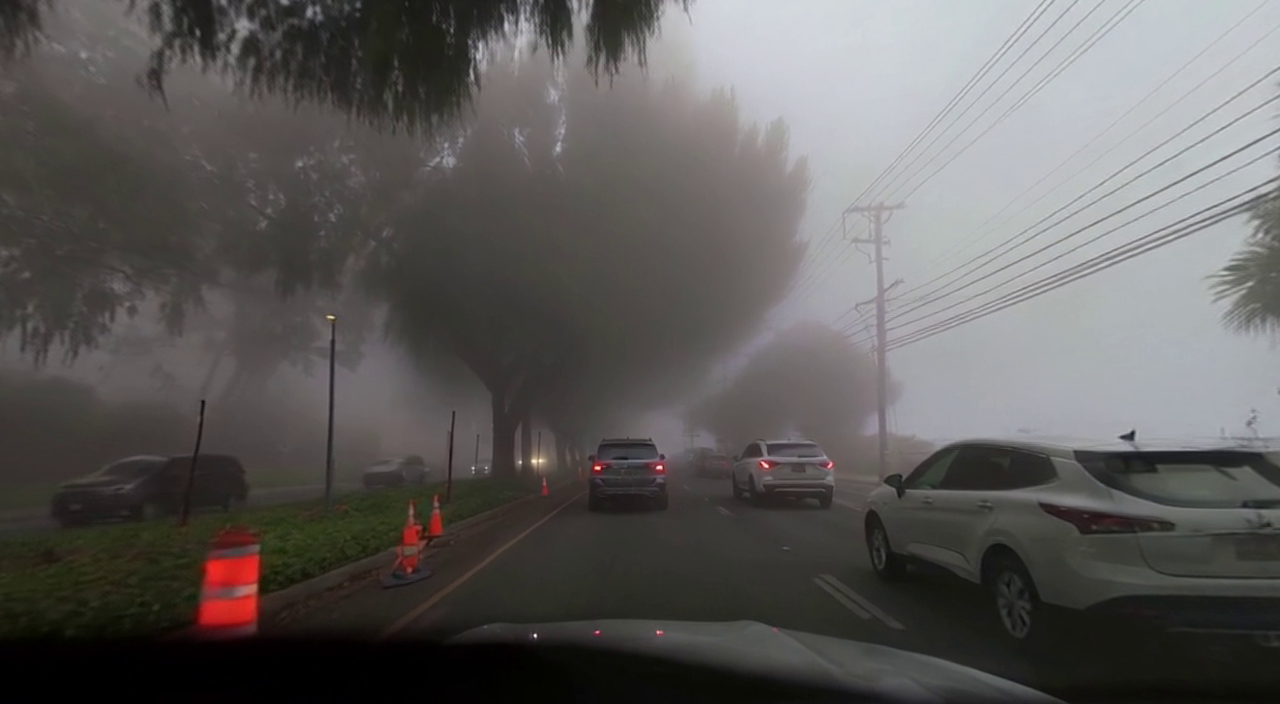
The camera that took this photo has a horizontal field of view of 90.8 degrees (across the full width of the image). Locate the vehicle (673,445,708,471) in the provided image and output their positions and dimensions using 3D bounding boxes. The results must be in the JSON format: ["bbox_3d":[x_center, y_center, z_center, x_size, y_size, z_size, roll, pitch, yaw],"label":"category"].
[{"bbox_3d":[3.817,8.076,48.370,2.175,1.788,4.271,0,-8,-2],"label":"vehicle"}]

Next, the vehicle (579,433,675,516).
[{"bbox_3d":[-0.311,2.927,15.592,2.050,1.745,3.915,0,-8,-1],"label":"vehicle"}]

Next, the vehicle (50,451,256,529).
[{"bbox_3d":[-12.572,3.526,16.782,1.911,1.693,4.452,-1,-8,0],"label":"vehicle"}]

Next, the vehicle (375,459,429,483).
[{"bbox_3d":[-16.362,8.168,43.661,1.973,1.457,4.564,0,-8,-1],"label":"vehicle"}]

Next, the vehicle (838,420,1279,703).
[{"bbox_3d":[3.404,1.387,5.244,1.977,1.460,4.565,0,-8,-1],"label":"vehicle"}]

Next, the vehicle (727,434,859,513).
[{"bbox_3d":[3.748,3.058,16.493,2.116,1.726,4.672,0,-8,-2],"label":"vehicle"}]
